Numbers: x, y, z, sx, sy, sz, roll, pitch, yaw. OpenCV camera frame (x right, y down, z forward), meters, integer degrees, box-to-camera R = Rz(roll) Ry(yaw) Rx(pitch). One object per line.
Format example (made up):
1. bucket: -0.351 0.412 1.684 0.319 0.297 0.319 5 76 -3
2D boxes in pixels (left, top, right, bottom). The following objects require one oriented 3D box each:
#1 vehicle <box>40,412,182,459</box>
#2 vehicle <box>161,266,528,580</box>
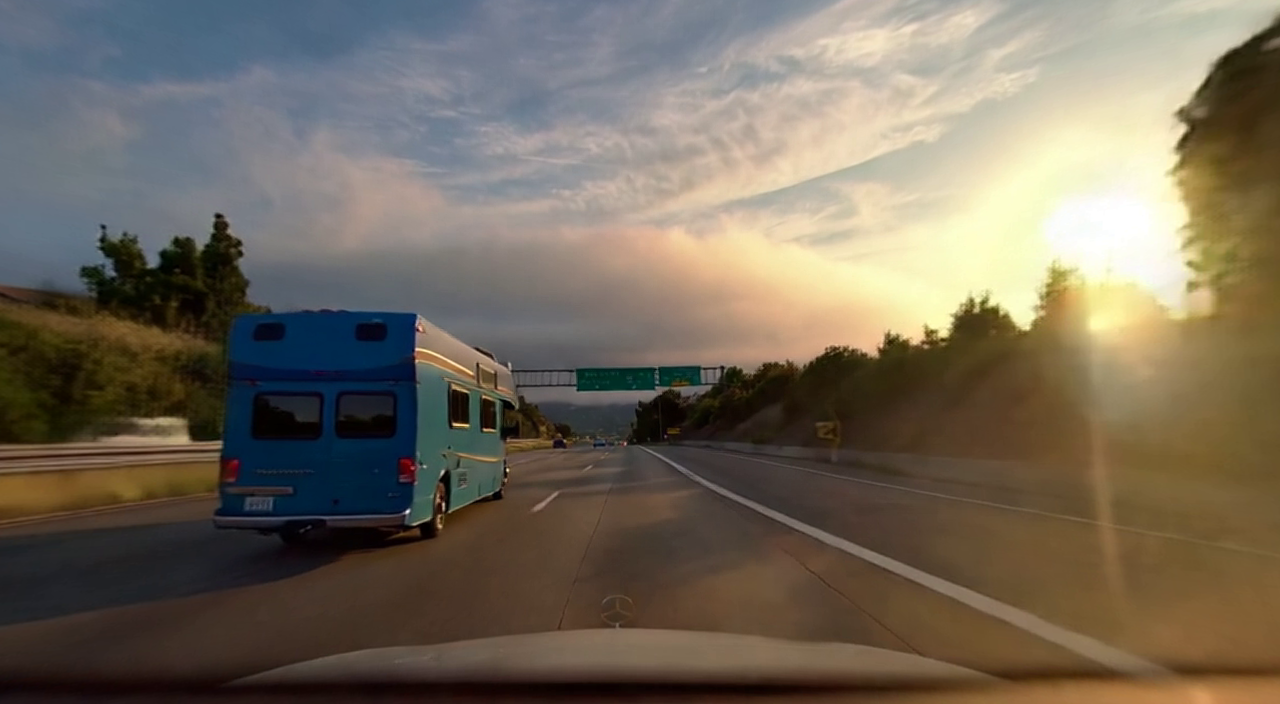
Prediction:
1. vehicle: -23.153 3.681 27.910 1.999 1.870 4.922 0 -7 0
2. vehicle: -3.810 1.130 10.474 2.676 3.269 7.388 -2 -6 -1
